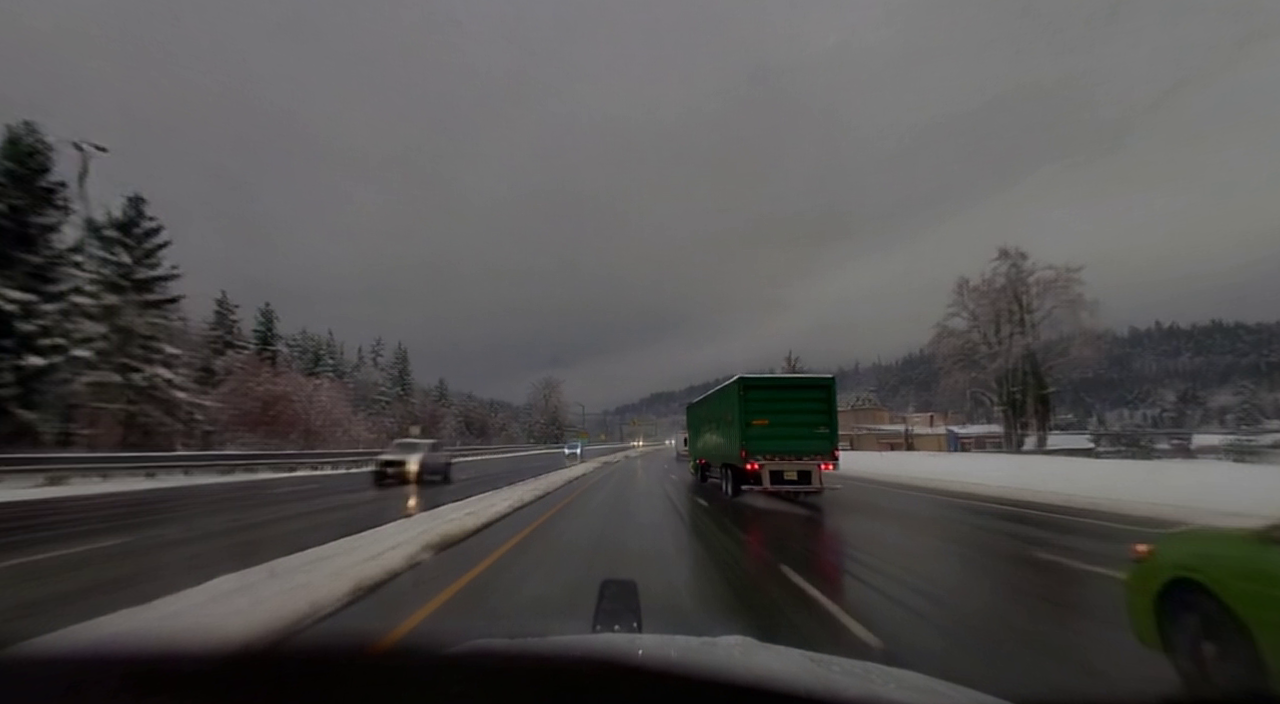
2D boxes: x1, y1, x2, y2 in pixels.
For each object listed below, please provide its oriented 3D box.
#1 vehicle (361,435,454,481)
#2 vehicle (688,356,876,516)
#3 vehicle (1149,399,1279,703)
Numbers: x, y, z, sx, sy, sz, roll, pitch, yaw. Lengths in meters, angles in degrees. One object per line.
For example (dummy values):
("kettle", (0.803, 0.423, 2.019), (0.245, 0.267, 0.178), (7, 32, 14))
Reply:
("vehicle", (-9.137, 4.204, 25.055), (1.955, 1.683, 4.168), (0, -9, 2))
("vehicle", (3.704, 2.945, 21.245), (2.916, 3.563, 14.462), (0, -9, 0))
("vehicle", (3.632, 0.775, 1.225), (1.971, 1.558, 3.834), (0, -9, -1))
